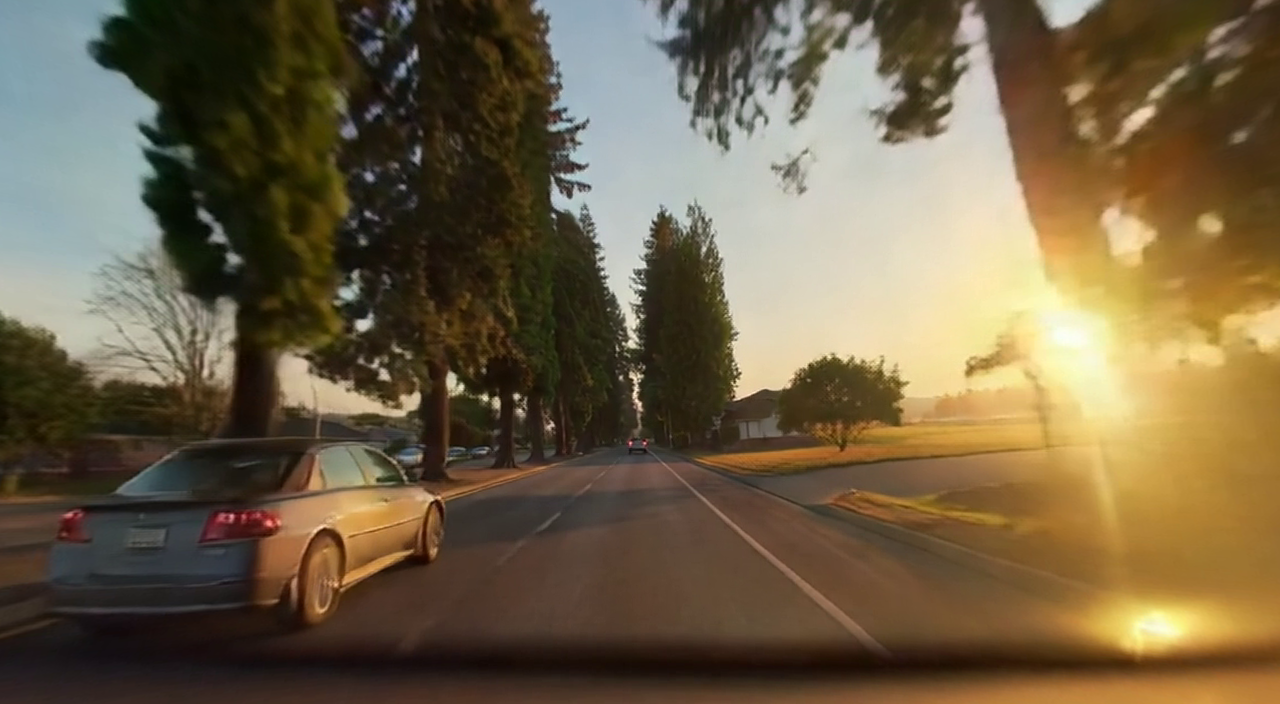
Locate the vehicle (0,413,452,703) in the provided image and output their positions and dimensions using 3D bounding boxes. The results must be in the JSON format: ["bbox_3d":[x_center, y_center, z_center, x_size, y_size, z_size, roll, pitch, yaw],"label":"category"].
[{"bbox_3d":[-3.307,1.364,5.218,2.020,1.478,4.890,0,-8,0],"label":"vehicle"}]
